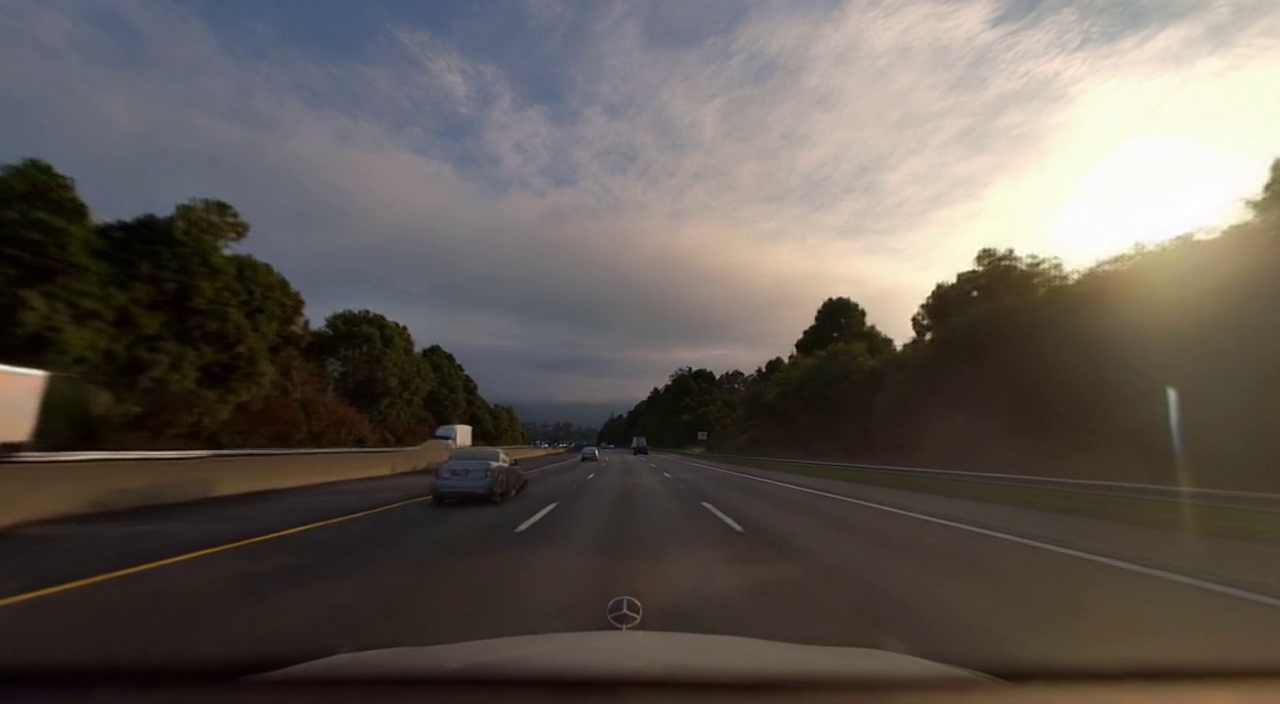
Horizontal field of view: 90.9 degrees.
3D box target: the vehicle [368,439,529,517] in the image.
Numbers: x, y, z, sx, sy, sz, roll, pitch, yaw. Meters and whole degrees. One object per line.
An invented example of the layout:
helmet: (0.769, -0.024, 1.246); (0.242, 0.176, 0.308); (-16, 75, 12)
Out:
vehicle: (-4.065, 2.762, 14.366); (2.169, 1.473, 4.631); (0, -9, 0)
